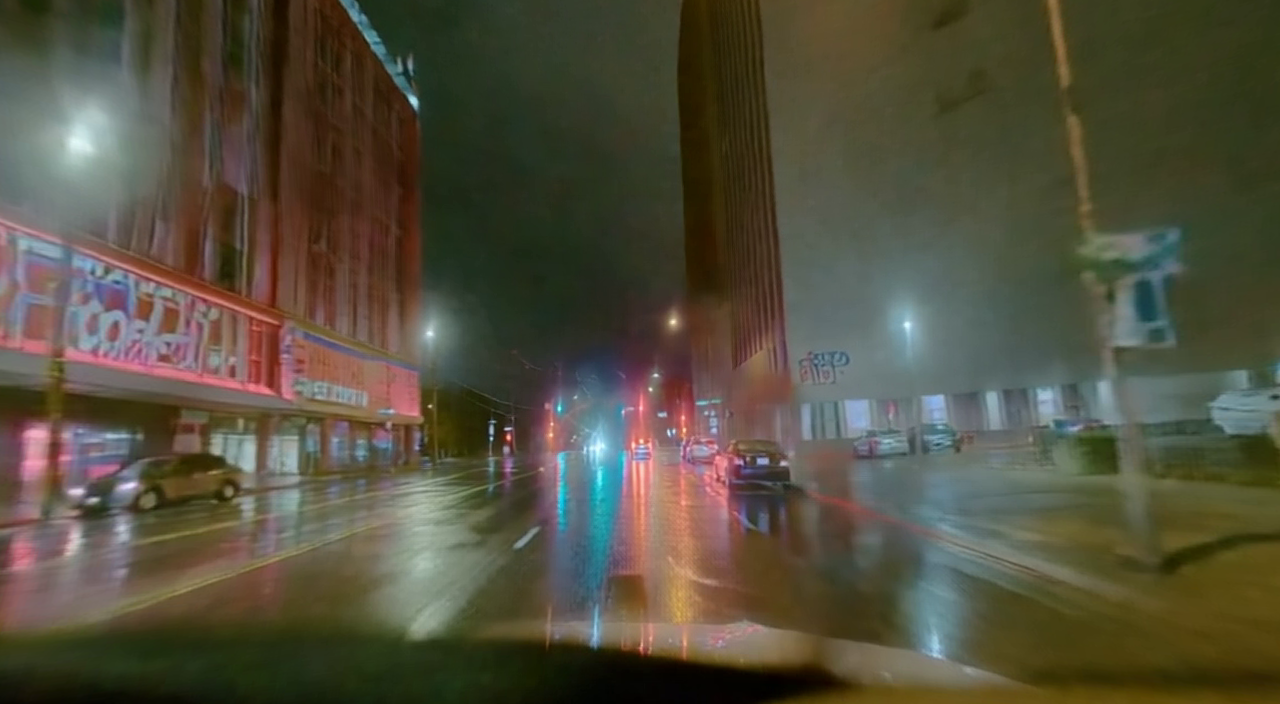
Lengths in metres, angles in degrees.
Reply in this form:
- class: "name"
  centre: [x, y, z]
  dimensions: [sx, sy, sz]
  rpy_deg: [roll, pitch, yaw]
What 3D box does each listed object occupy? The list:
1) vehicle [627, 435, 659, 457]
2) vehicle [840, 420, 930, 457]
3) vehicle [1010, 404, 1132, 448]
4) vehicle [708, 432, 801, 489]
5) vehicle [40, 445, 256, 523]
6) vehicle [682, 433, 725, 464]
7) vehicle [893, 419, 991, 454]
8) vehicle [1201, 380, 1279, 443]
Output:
- class: "vehicle"
  centre: [0.217, 6.651, 44.623]
  dimensions: [2.153, 1.505, 4.452]
  rpy_deg: [0, -8, 0]
- class: "vehicle"
  centre: [10.974, 3.947, 28.567]
  dimensions: [1.956, 1.514, 4.862]
  rpy_deg: [0, -8, -2]
- class: "vehicle"
  centre: [18.282, 3.210, 26.944]
  dimensions: [2.002, 1.731, 4.413]
  rpy_deg: [0, -8, -1]
- class: "vehicle"
  centre: [3.333, 3.243, 19.154]
  dimensions: [2.062, 1.535, 4.206]
  rpy_deg: [0, -8, 0]
- class: "vehicle"
  centre: [-15.230, 4.028, 20.055]
  dimensions: [2.048, 1.814, 5.998]
  rpy_deg: [-7, -8, 1]
- class: "vehicle"
  centre: [3.632, 5.609, 36.652]
  dimensions: [1.938, 1.714, 4.402]
  rpy_deg: [0, -8, -1]
- class: "vehicle"
  centre: [13.359, 3.790, 28.163]
  dimensions: [1.819, 1.450, 4.707]
  rpy_deg: [0, -8, -3]
- class: "vehicle"
  centre: [22.974, 2.273, 23.060]
  dimensions: [2.086, 2.078, 5.513]
  rpy_deg: [-4, -9, 27]
